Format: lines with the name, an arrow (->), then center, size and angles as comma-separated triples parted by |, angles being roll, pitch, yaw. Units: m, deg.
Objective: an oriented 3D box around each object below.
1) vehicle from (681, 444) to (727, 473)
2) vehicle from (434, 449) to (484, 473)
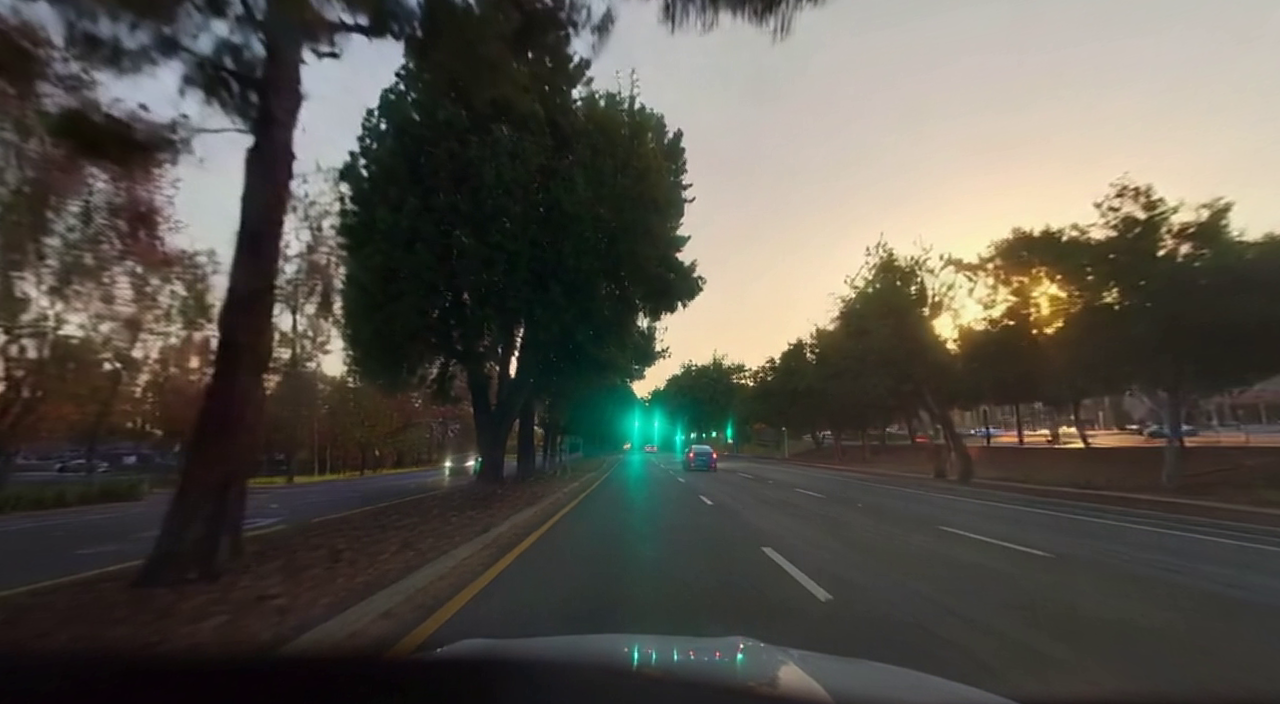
vehicle -> 3.446, 5.837, 34.815 | 2.056, 1.483, 4.091 | 0, -8, -1
vehicle -> -11.964, 7.232, 42.059 | 2.006, 1.475, 4.589 | 0, -8, -1
